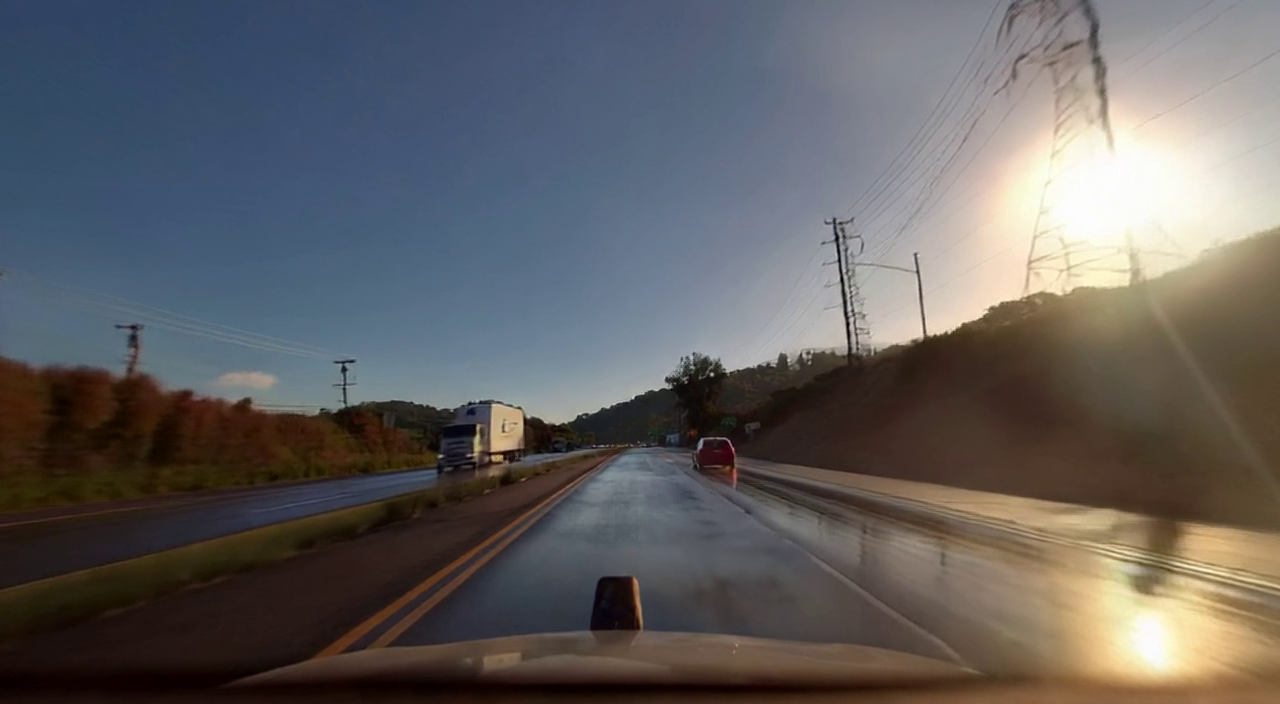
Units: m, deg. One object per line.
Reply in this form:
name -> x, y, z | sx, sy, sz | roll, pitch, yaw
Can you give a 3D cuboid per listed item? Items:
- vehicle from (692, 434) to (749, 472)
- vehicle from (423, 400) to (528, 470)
vehicle -> 3.600, 4.609, 28.911 | 1.977, 1.581, 4.428 | 0, -8, -1
vehicle -> -11.201, 6.108, 45.571 | 3.267, 4.085, 16.559 | -1, -8, 0
